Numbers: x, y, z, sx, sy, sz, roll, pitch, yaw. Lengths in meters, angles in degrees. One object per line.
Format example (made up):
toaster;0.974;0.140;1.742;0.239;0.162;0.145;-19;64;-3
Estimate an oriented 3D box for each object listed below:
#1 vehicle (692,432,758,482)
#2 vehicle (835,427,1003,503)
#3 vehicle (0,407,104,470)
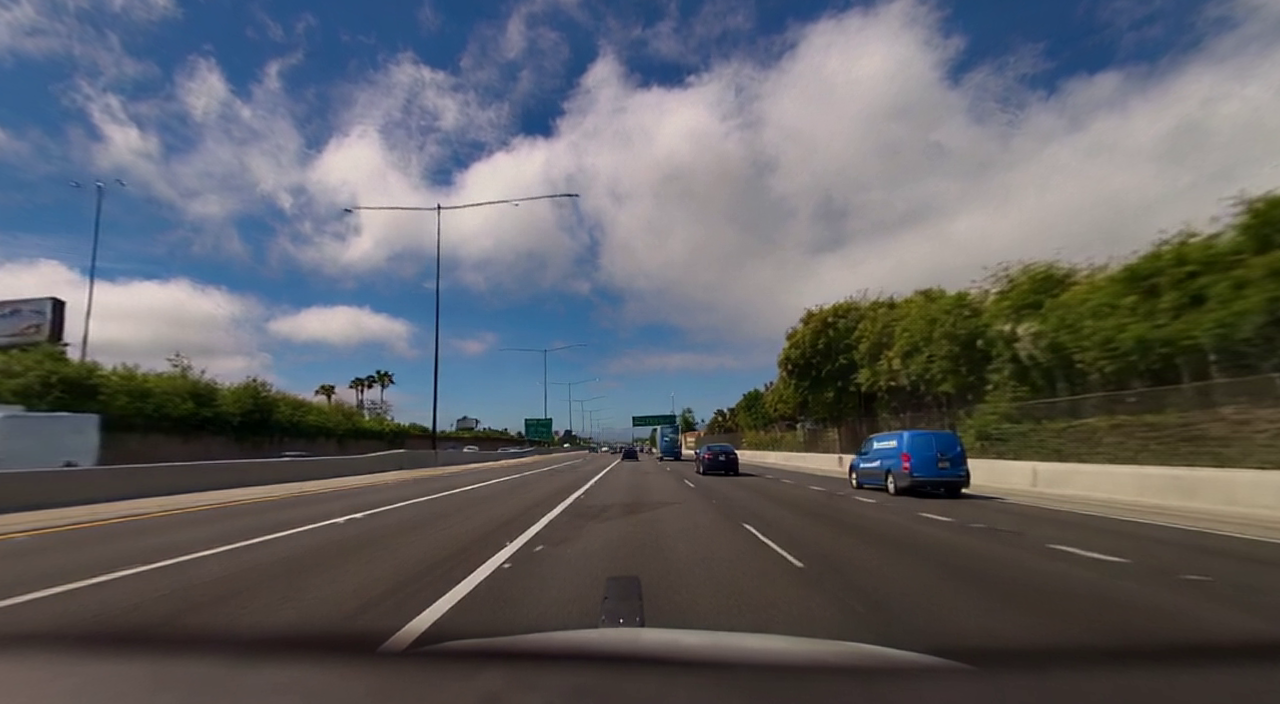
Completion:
vehicle;3.536;4.478;27.187;2.035;1.931;4.841;0;-9;-2
vehicle;7.389;3.051;17.488;2.266;1.799;4.947;0;-8;-1
vehicle;-29.001;3.112;23.048;2.682;2.685;19.077;0;-8;0
